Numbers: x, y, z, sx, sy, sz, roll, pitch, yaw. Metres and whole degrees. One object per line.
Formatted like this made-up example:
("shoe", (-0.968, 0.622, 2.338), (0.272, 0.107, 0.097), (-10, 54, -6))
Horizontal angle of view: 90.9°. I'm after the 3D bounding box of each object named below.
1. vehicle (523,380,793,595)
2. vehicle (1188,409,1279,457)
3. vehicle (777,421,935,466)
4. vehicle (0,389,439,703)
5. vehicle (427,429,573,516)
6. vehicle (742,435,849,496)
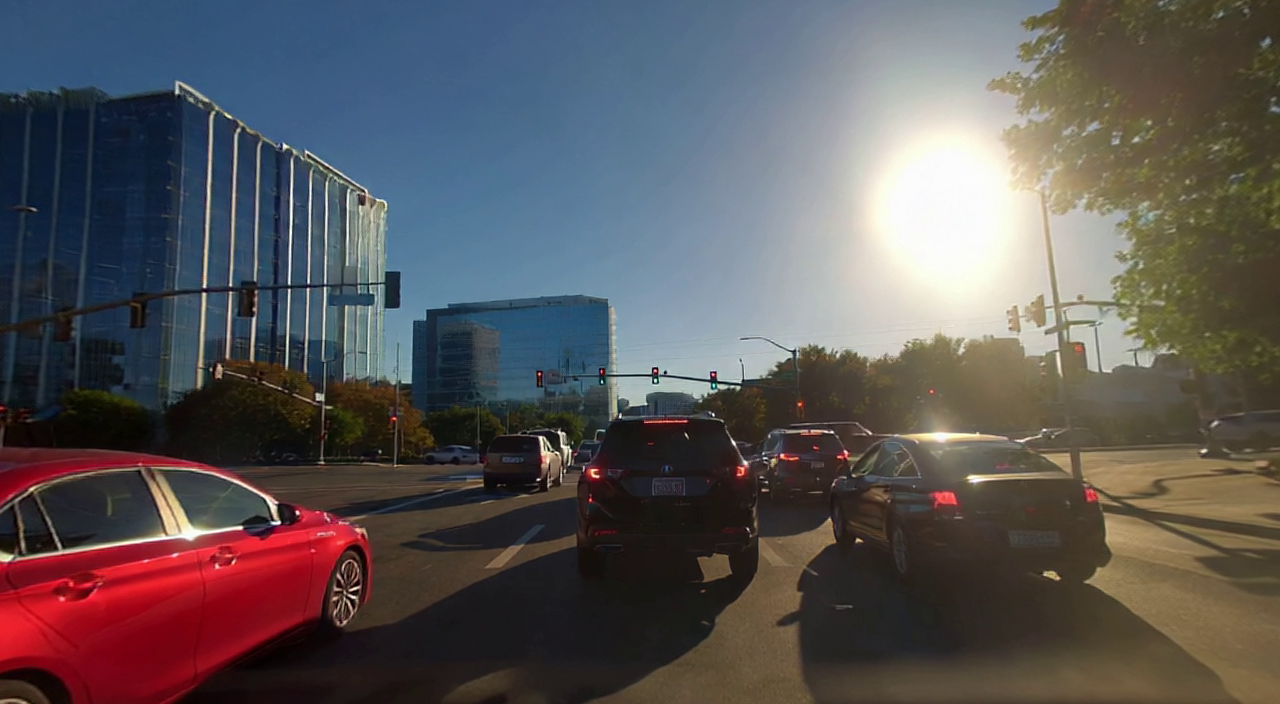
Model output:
("vehicle", (0.205, 1.466, 7.644), (2.300, 1.832, 4.331), (0, -8, 1))
("vehicle", (28.037, 3.538, 27.660), (5.539, 2.007, 2.154), (-2, -9, 7))
("vehicle", (10.442, 4.419, 30.712), (6.879, 1.984, 2.808), (-3, -8, 22))
("vehicle", (-3.218, 1.201, 4.433), (1.958, 1.494, 4.624), (0, -8, 2))
("vehicle", (-2.680, 2.398, 13.083), (1.851, 1.502, 4.042), (0, -8, 4))
("vehicle", (4.099, 3.057, 17.336), (1.979, 1.453, 4.011), (0, -8, 1))
